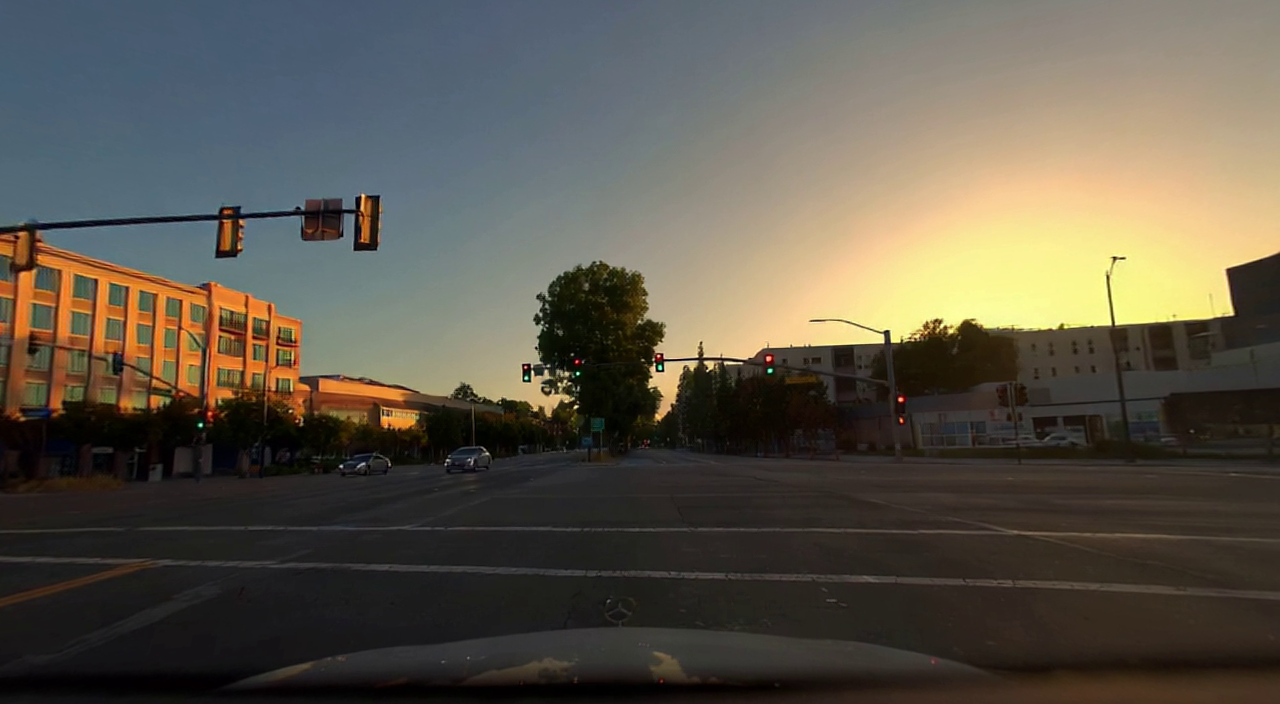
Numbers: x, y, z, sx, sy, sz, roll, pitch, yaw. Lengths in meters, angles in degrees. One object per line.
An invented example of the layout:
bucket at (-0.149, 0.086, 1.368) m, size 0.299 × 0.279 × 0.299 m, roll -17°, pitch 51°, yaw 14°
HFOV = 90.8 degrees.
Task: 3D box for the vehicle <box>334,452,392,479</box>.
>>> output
vehicle at (-18.867, 7.739, 43.214) m, size 1.933 × 1.664 × 4.255 m, roll 0°, pitch -9°, yaw 1°

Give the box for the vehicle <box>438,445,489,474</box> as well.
vehicle at (-12.194, 7.427, 43.926) m, size 2.151 × 1.847 × 4.634 m, roll 0°, pitch -9°, yaw 1°
